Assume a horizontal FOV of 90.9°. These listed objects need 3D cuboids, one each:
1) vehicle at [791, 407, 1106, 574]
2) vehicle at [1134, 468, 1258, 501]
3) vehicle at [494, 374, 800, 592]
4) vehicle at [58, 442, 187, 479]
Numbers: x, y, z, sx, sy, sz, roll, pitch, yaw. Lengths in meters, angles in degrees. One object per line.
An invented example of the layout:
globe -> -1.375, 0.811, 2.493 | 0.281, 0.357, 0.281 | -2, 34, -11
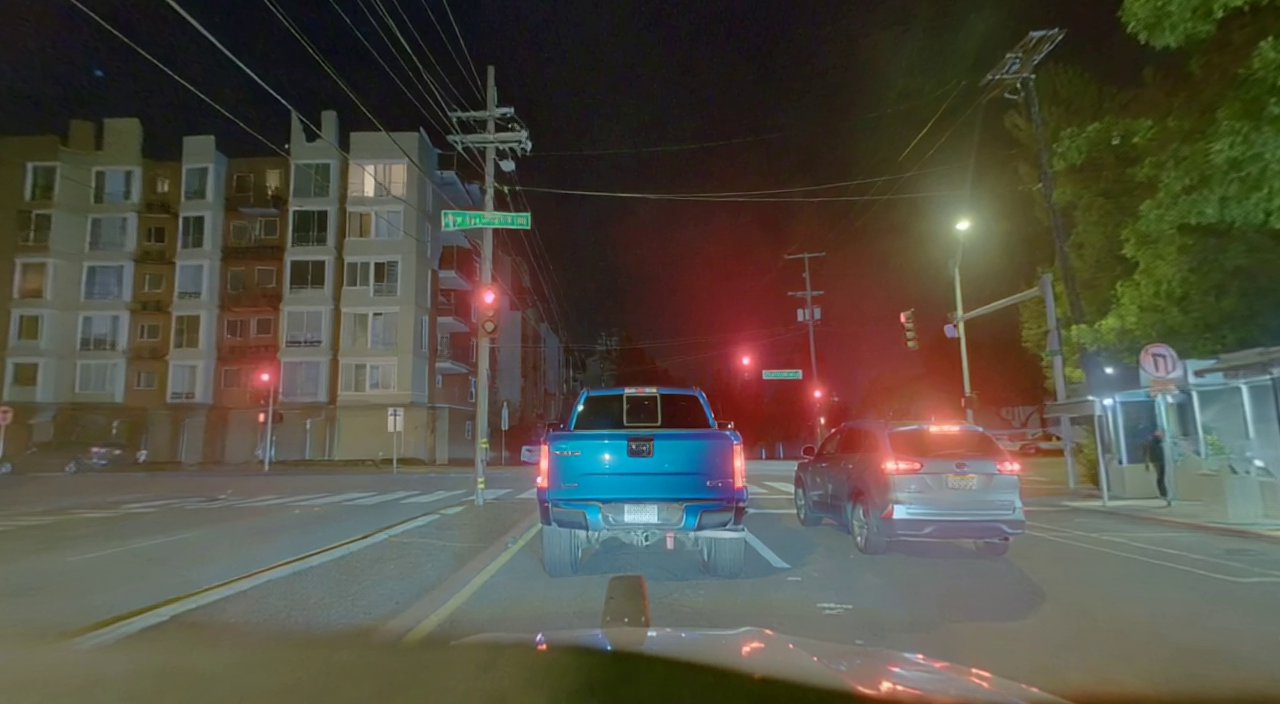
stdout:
vehicle -> 3.860, 1.827, 9.146 | 2.131, 1.759, 4.762 | 0, -8, 0
vehicle -> 26.379, 6.288, 30.002 | 4.071, 1.388, 1.884 | 0, -8, 1
vehicle -> 0.096, 1.548, 8.301 | 2.738, 1.959, 5.070 | 0, -8, 1
vehicle -> -24.851, 5.193, 30.374 | 4.563, 1.692, 1.778 | 0, -8, -1
